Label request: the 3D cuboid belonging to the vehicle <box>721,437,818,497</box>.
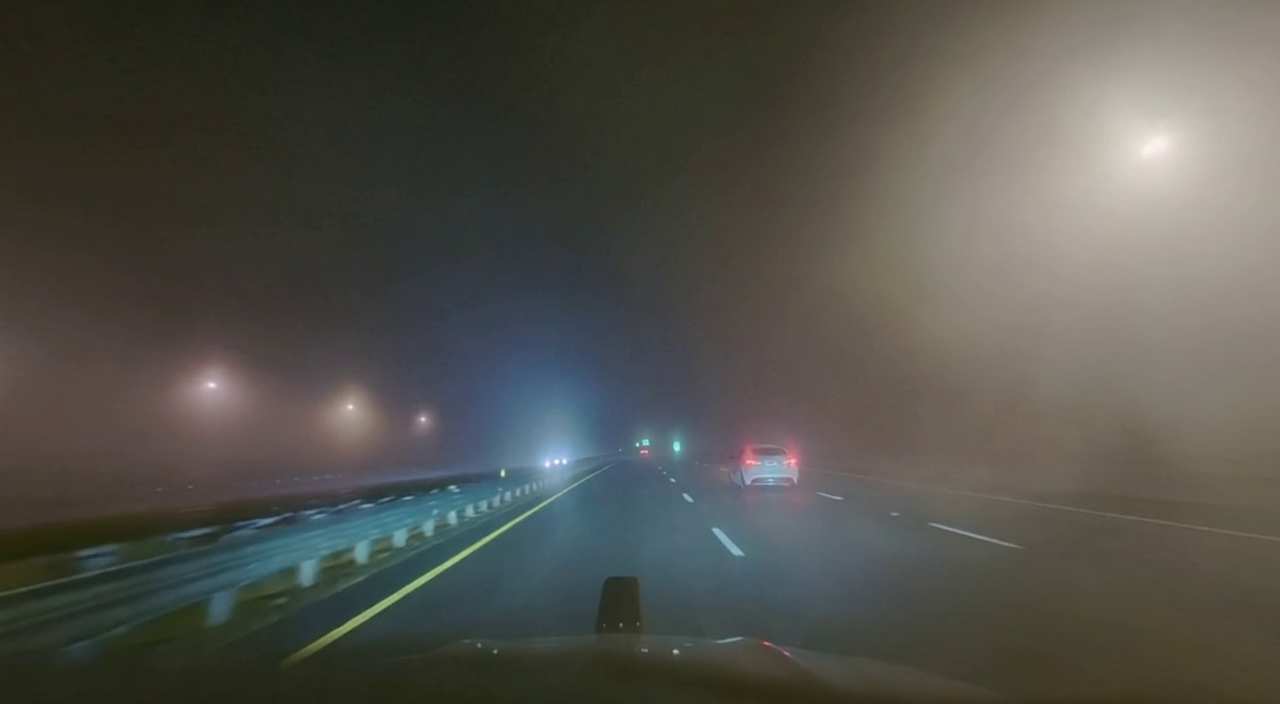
[{"bbox_3d":[3.590,3.256,18.239,1.874,1.506,4.116,0,-8,-1],"label":"vehicle"}]
